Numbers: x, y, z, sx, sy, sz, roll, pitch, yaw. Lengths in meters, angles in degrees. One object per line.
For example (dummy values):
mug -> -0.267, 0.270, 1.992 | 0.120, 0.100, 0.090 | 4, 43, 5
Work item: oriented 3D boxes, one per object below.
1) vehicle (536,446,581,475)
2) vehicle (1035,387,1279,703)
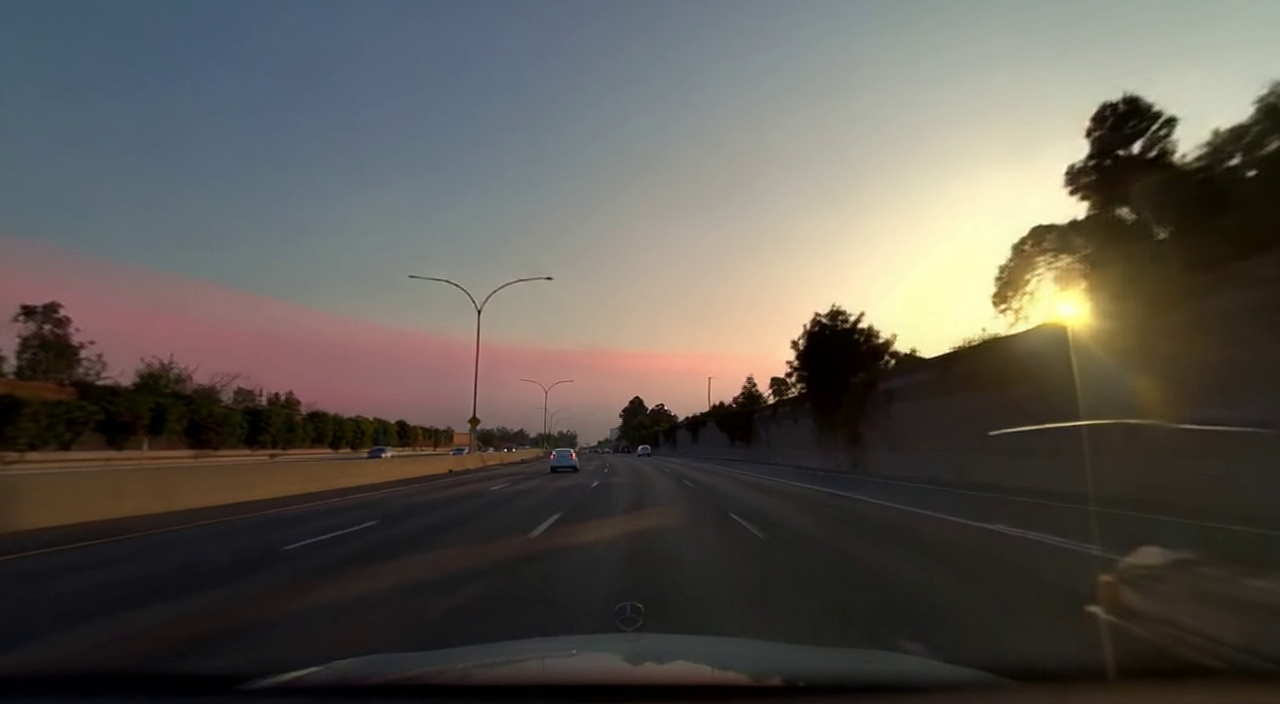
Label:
vehicle -> -4.466, 6.027, 35.323 | 2.014, 1.481, 4.156 | -1, -9, -1
vehicle -> 3.293, 0.710, 1.219 | 2.030, 1.490, 4.737 | -1, -9, 1
